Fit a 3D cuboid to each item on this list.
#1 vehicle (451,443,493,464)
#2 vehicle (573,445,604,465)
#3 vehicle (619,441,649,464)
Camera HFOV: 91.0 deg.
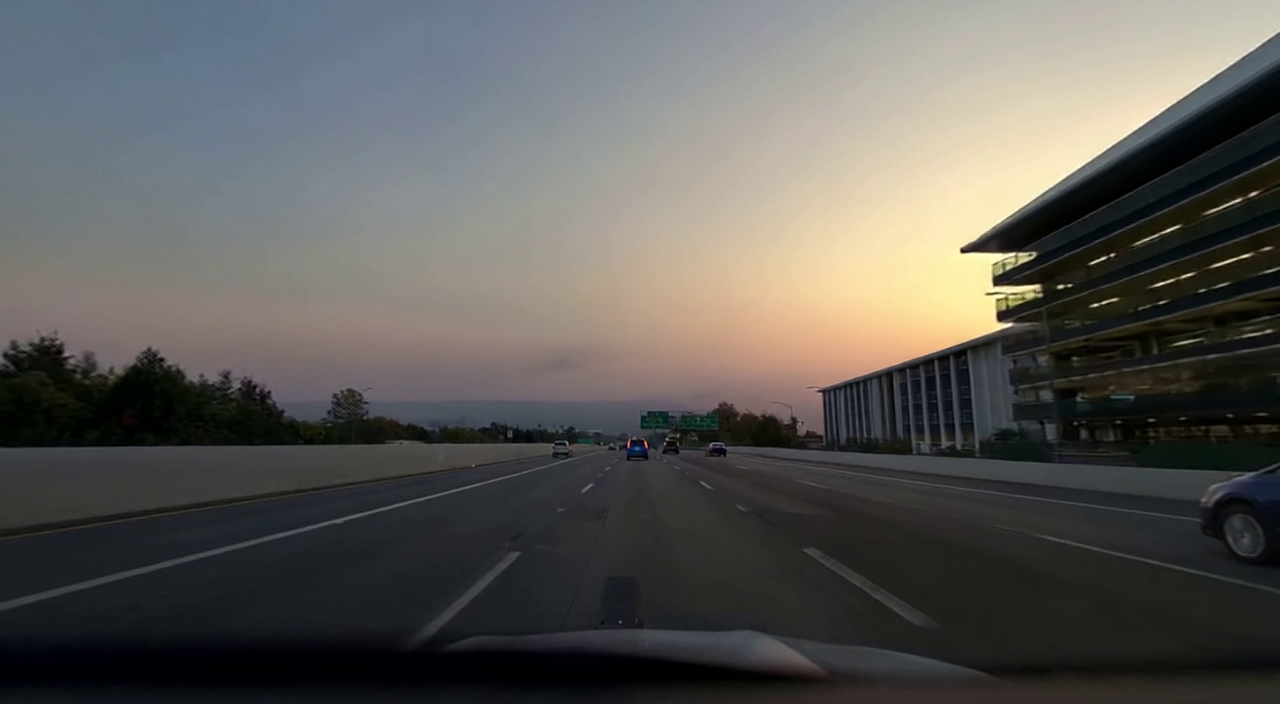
[{"bbox_3d":[-12.656,7.629,47.558,1.901,1.488,4.435,0,-8,1],"label":"vehicle"},{"bbox_3d":[-3.604,7.308,44.688,1.825,1.347,3.773,0,-8,0],"label":"vehicle"},{"bbox_3d":[-0.388,7.157,44.836,2.036,1.542,3.891,0,-8,0],"label":"vehicle"}]
